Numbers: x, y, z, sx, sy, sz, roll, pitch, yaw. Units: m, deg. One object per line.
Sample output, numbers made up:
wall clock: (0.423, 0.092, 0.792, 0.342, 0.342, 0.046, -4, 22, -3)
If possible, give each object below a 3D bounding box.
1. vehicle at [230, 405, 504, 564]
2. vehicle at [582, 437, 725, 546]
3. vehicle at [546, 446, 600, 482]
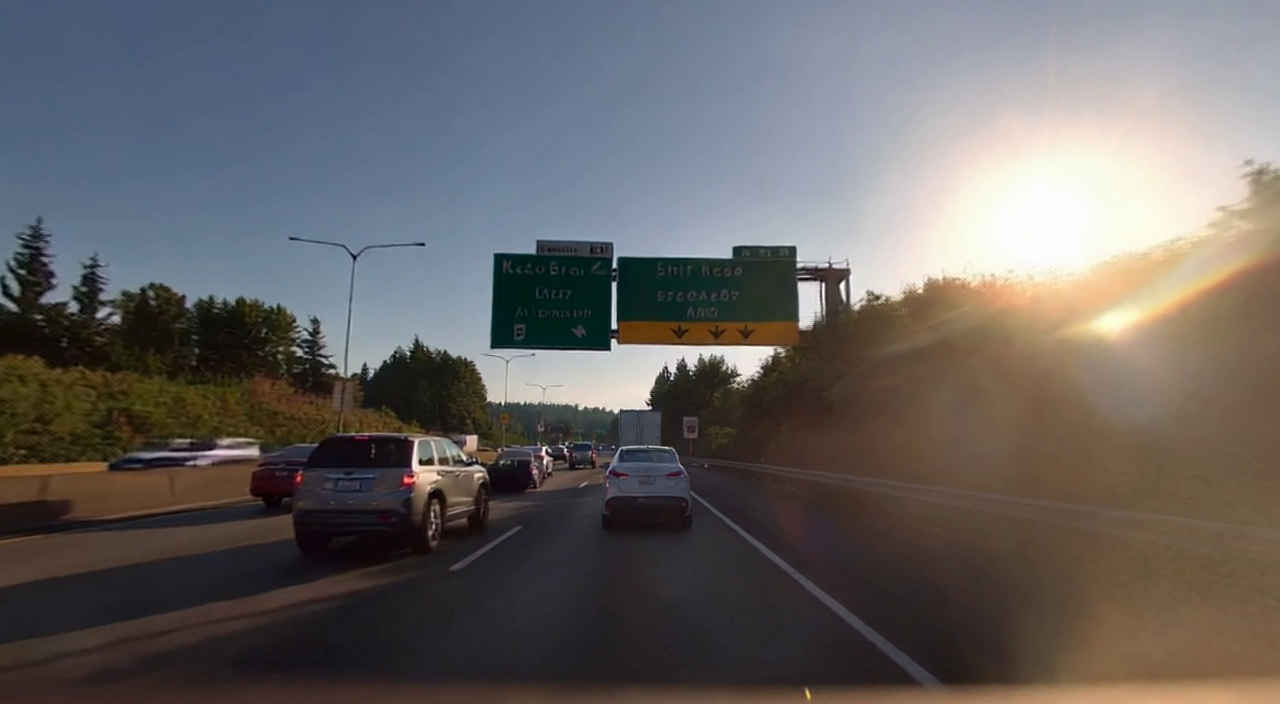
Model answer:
vehicle: (-3.689, 1.917, 9.753, 2.051, 1.829, 4.736, 0, -9, 1)
vehicle: (0.177, 2.233, 10.595, 1.995, 1.495, 3.380, 0, -9, 0)
vehicle: (-2.867, 4.930, 27.882, 1.998, 1.466, 3.684, 0, -9, 0)
